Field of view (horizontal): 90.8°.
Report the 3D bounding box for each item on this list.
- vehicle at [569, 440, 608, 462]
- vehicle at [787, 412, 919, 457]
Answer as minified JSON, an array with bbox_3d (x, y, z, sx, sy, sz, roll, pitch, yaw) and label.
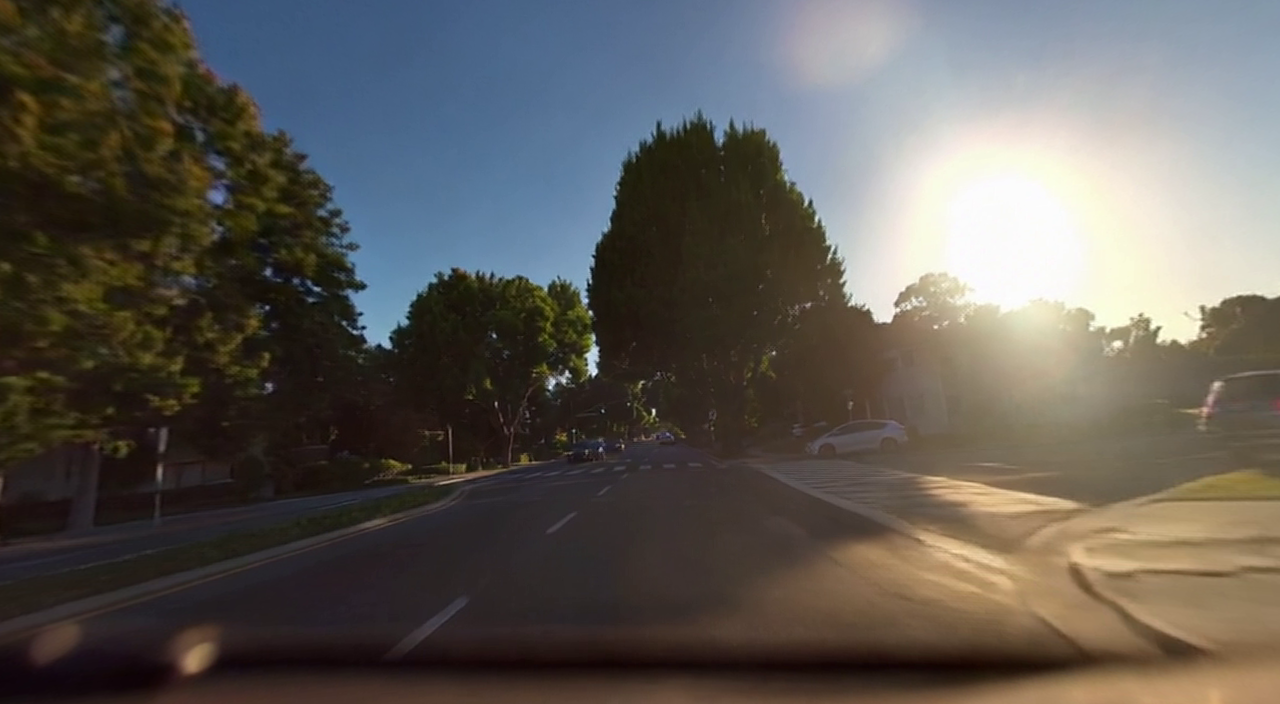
[{"bbox_3d":[-3.652,7.143,45.616,2.078,1.467,4.376,-1,-8,5],"label":"vehicle"},{"bbox_3d":[8.736,3.466,26.203,4.906,1.729,2.414,-3,-9,18],"label":"vehicle"}]
